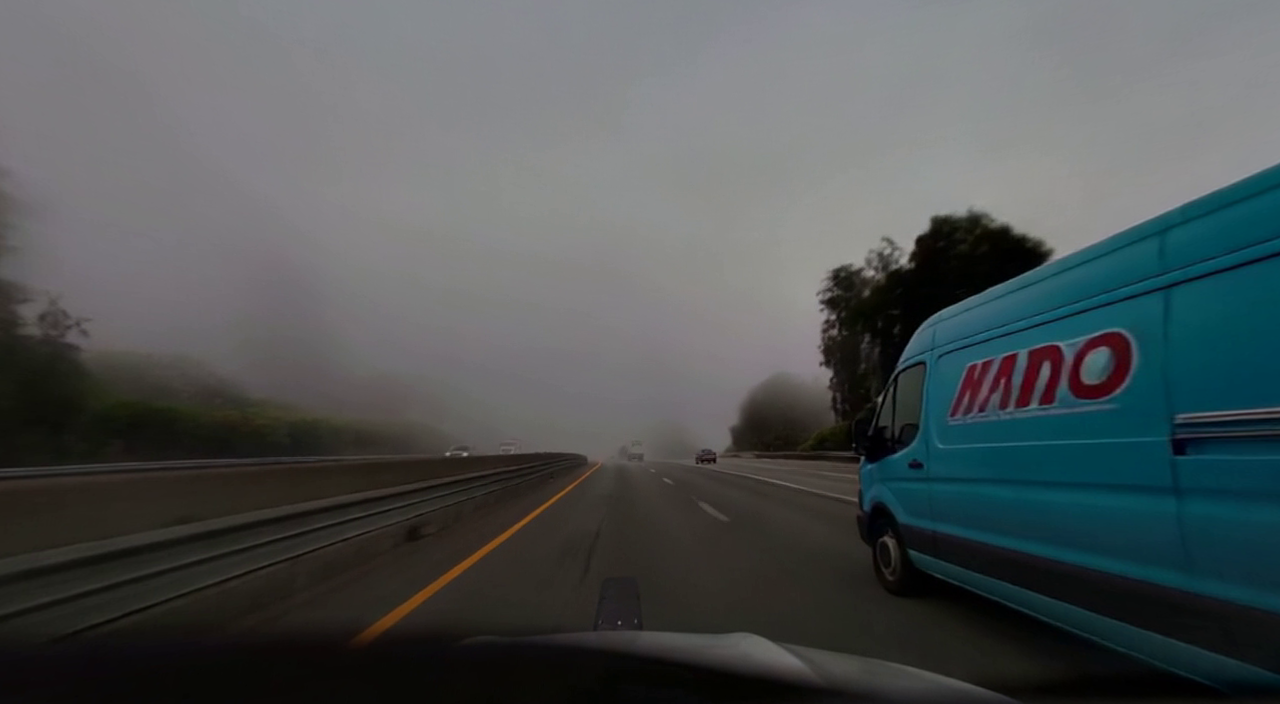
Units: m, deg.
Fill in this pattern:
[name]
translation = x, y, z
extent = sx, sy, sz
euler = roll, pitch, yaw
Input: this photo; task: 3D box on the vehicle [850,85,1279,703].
[vehicle]
translation = 3.564, 0.446, 3.034
extent = 2.355, 2.664, 7.367
euler = 0, -9, -1
